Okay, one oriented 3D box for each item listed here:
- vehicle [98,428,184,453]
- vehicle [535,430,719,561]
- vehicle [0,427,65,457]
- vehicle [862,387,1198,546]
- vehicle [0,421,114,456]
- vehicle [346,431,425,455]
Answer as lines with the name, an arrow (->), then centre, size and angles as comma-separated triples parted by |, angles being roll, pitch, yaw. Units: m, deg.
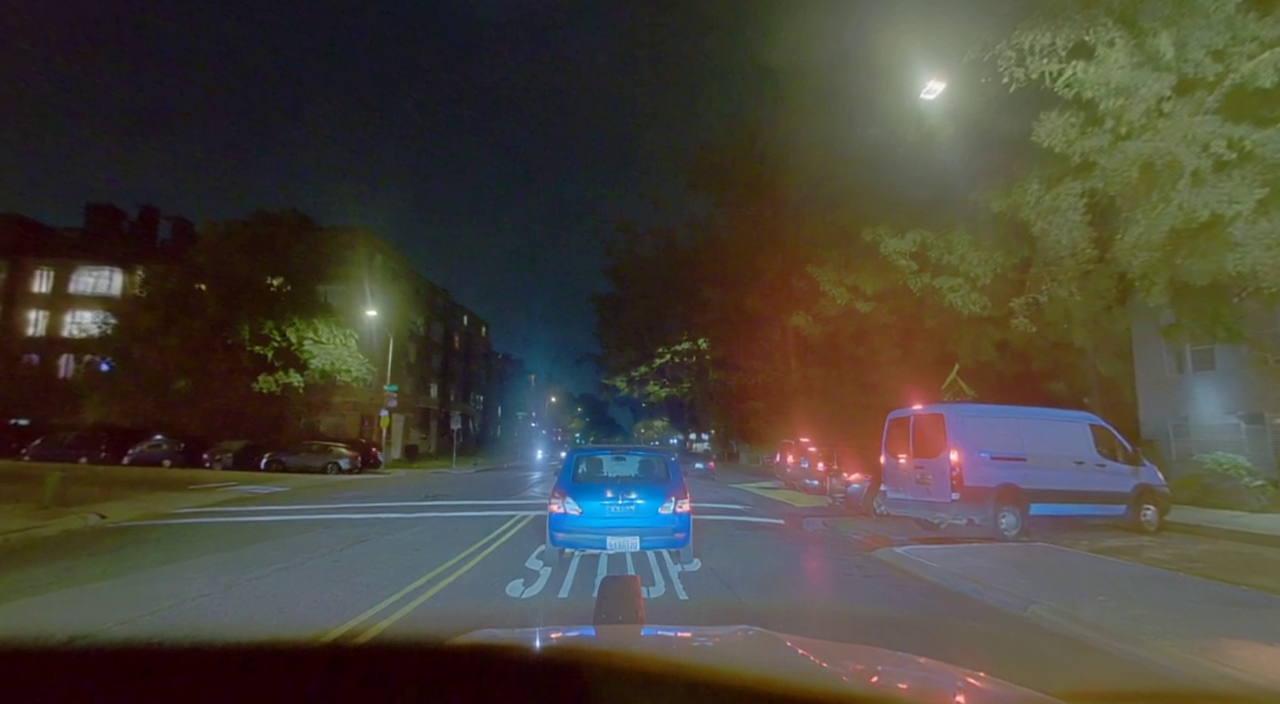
vehicle -> -31.790, 5.643, 40.301 | 3.915, 1.574, 1.850 | 0, -8, 3
vehicle -> -0.226, 1.961, 9.446 | 2.065, 1.450, 4.522 | 0, -8, -2
vehicle -> -31.793, 4.508, 31.560 | 4.168, 1.458, 1.904 | 0, -8, -2
vehicle -> 6.656, 1.868, 10.759 | 5.385, 2.146, 2.143 | 4, -9, -25
vehicle -> -31.827, 4.736, 34.371 | 4.438, 1.814, 2.044 | 0, -8, -2
vehicle -> -18.450, 6.621, 45.950 | 4.892, 1.679, 1.927 | 1, -9, -6
